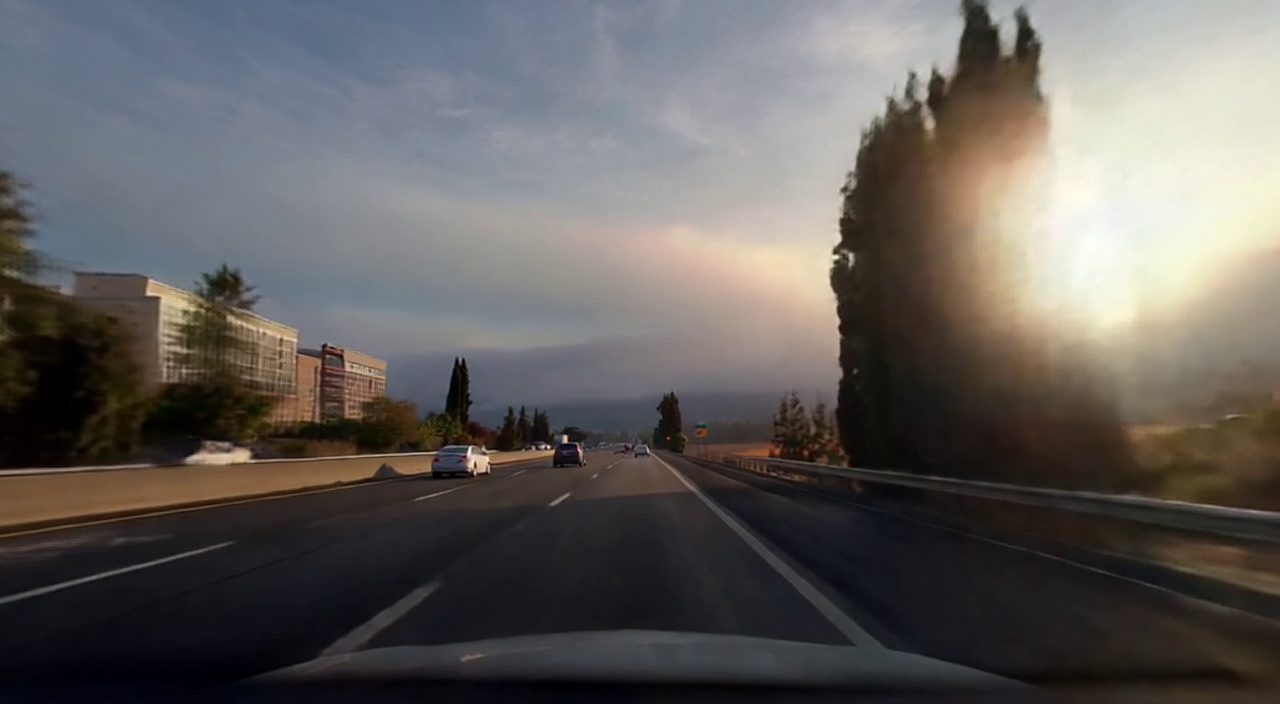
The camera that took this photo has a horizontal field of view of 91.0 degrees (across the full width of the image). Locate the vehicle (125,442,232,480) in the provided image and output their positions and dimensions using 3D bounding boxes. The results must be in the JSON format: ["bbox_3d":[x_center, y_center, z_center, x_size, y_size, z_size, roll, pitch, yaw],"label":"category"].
[{"bbox_3d":[-22.906,5.422,31.517,1.942,1.734,4.387,0,-9,1],"label":"vehicle"}]

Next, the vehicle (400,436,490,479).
[{"bbox_3d":[-7.566,4.126,24.976,2.034,1.523,4.627,0,-9,1],"label":"vehicle"}]

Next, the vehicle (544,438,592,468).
[{"bbox_3d":[-4.012,5.725,35.871,2.083,1.588,4.801,0,-8,1],"label":"vehicle"}]
